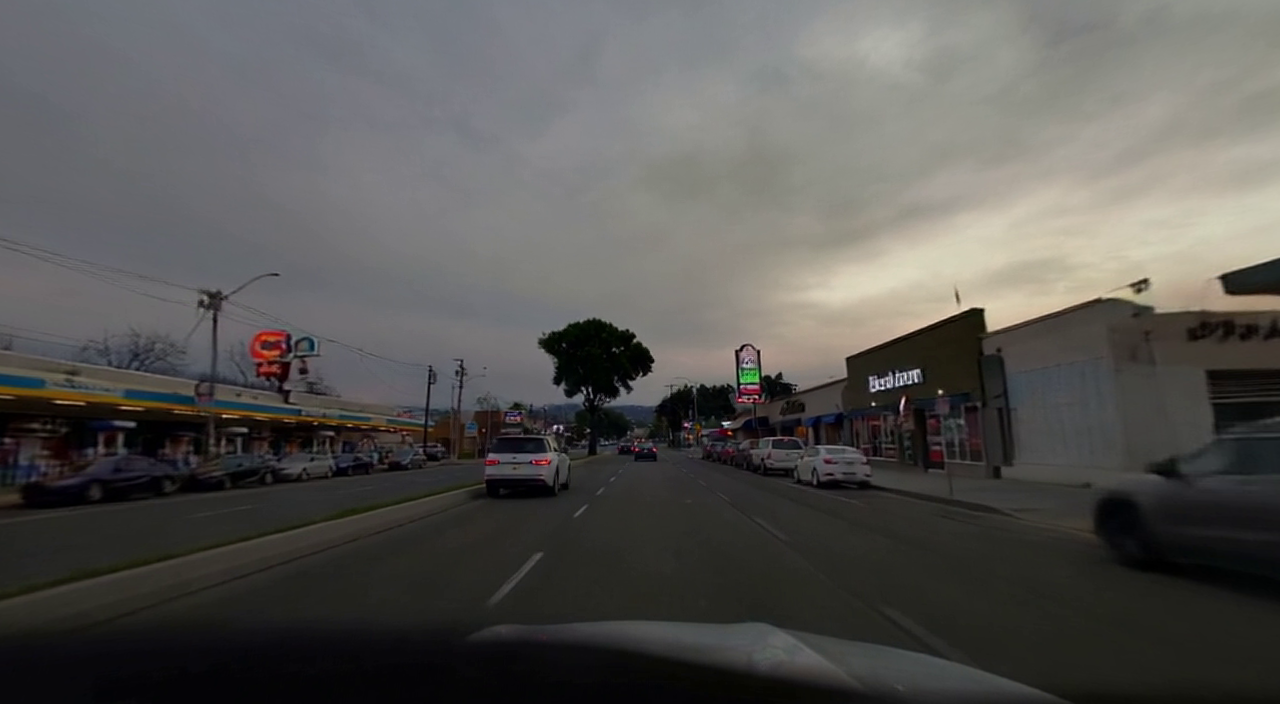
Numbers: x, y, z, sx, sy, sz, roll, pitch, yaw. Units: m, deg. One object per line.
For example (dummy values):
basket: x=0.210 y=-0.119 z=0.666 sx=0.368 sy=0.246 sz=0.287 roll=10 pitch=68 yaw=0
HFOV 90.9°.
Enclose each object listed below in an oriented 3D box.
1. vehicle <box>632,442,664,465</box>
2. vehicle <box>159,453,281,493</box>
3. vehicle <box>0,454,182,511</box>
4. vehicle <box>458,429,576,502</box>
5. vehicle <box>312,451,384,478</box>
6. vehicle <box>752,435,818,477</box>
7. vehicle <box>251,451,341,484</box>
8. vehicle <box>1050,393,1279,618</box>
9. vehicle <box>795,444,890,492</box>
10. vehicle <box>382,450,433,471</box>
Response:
vehicle: x=0.519 y=6.752 z=42.097 sx=2.037 sy=1.484 sz=4.073 roll=0 pitch=-9 yaw=0
vehicle: x=-17.190 y=4.942 z=26.137 sx=1.788 sy=1.475 sz=4.737 roll=0 pitch=-9 yaw=0
vehicle: x=-17.143 y=3.967 z=19.716 sx=1.984 sy=1.494 sz=4.815 roll=0 pitch=-9 yaw=0
vehicle: x=-3.032 y=2.933 z=16.663 sx=2.049 sy=1.646 sz=4.445 roll=0 pitch=-9 yaw=2
vehicle: x=-16.940 y=6.508 z=36.793 sx=2.046 sy=1.458 sz=4.539 roll=0 pitch=-9 yaw=0
vehicle: x=6.915 y=5.034 z=30.701 sx=2.005 sy=1.858 sz=5.253 roll=0 pitch=-9 yaw=0
vehicle: x=-17.079 y=5.749 z=31.579 sx=1.800 sy=1.470 sz=4.548 roll=-1 pitch=-9 yaw=2
vehicle: x=6.343 y=1.306 z=5.463 sx=2.098 sy=1.845 sz=5.117 roll=0 pitch=-9 yaw=0
vehicle: x=6.869 y=3.947 z=21.893 sx=1.871 sy=1.478 sz=4.272 roll=0 pitch=-9 yaw=0
vehicle: x=-16.914 y=7.899 z=46.137 sx=1.894 sy=1.458 sz=4.565 roll=0 pitch=-9 yaw=1
